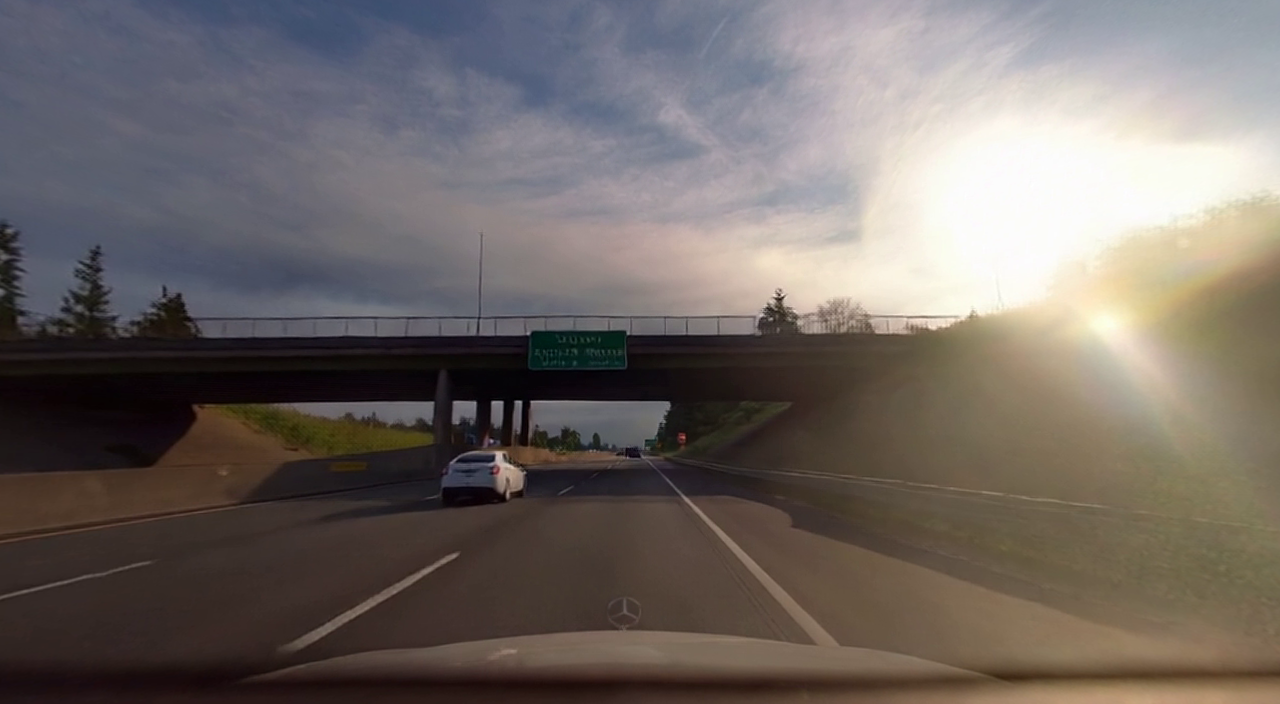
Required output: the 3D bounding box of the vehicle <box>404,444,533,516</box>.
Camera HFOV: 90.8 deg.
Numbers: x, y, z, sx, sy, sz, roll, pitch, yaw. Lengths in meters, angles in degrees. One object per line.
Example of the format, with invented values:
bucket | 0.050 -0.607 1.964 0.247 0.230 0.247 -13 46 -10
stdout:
vehicle | -3.992 3.048 15.502 1.992 1.504 4.117 0 -9 0
